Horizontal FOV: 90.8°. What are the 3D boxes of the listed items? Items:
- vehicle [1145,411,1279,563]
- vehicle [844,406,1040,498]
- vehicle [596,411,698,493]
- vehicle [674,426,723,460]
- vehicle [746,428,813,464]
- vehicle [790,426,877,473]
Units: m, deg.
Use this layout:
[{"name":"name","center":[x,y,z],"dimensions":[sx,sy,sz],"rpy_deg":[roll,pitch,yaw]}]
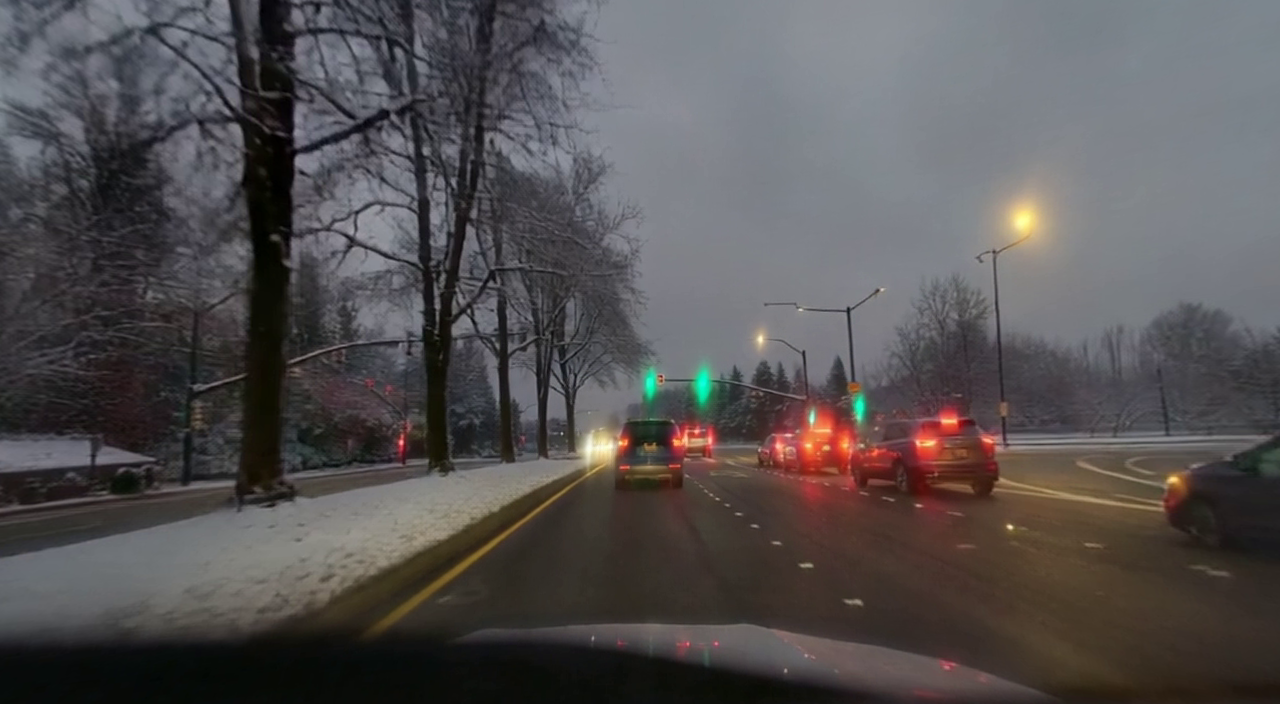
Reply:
[{"name":"vehicle","center":[7.387,1.217,5.482],"dimensions":[2.004,1.504,4.836],"rpy_deg":[0,-9,0]},{"name":"vehicle","center":[7.106,2.471,15.763],"dimensions":[2.251,1.873,5.346],"rpy_deg":[0,-9,0]},{"name":"vehicle","center":[0.159,2.641,16.808],"dimensions":[2.353,1.894,4.122],"rpy_deg":[0,-9,0]},{"name":"vehicle","center":[3.323,5.350,36.902],"dimensions":[2.388,1.833,4.506],"rpy_deg":[0,-9,-1]},{"name":"vehicle","center":[7.368,5.042,33.894],"dimensions":[2.440,1.775,4.791],"rpy_deg":[0,-9,0]},{"name":"vehicle","center":[7.348,3.785,24.500],"dimensions":[2.025,1.642,4.189],"rpy_deg":[0,-9,0]}]
